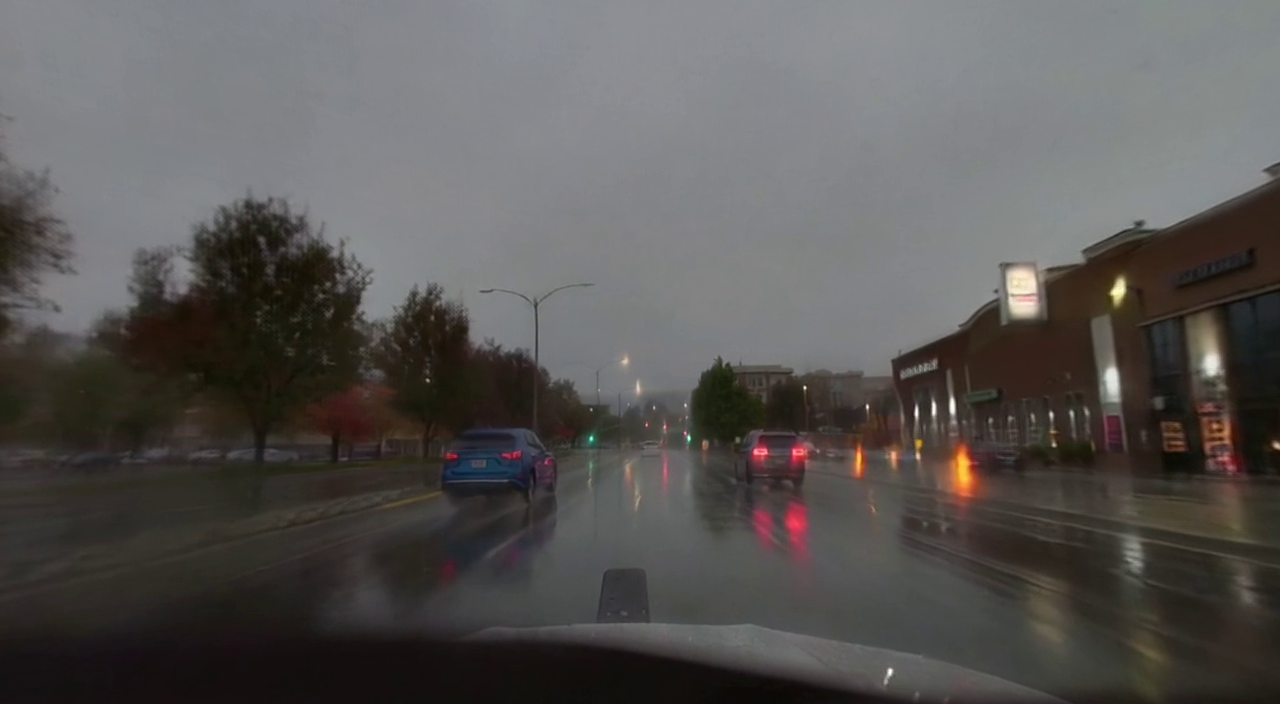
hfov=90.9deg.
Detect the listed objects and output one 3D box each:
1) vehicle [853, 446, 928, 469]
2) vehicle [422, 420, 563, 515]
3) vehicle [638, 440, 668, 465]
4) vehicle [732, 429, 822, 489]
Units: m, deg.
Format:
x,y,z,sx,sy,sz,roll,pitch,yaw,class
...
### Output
x,y,z,sx,sy,sz,roll,pitch,yaw,class
16.409,6.903,41.322,4.133,1.475,1.833,2,-9,-11,vehicle
-3.140,2.572,14.516,2.047,1.810,4.414,0,-8,2,vehicle
0.967,7.403,46.522,2.067,1.702,3.987,0,-8,2,vehicle
4.480,3.573,21.371,2.083,1.779,4.347,0,-8,0,vehicle
